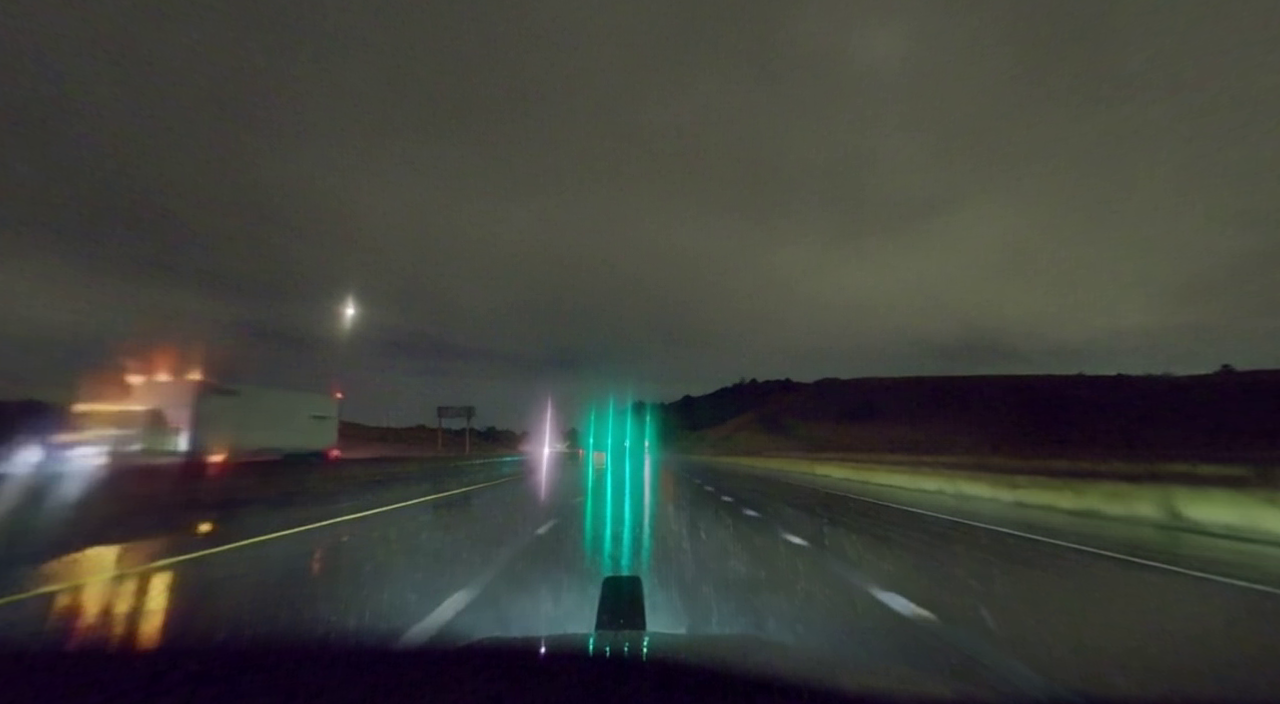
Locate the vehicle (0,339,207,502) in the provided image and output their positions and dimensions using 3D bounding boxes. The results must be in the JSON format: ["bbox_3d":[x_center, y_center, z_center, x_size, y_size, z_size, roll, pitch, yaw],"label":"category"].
[{"bbox_3d":[-16.223,2.063,18.144,3.245,3.939,5.841,0,-9,-1],"label":"vehicle"}]
